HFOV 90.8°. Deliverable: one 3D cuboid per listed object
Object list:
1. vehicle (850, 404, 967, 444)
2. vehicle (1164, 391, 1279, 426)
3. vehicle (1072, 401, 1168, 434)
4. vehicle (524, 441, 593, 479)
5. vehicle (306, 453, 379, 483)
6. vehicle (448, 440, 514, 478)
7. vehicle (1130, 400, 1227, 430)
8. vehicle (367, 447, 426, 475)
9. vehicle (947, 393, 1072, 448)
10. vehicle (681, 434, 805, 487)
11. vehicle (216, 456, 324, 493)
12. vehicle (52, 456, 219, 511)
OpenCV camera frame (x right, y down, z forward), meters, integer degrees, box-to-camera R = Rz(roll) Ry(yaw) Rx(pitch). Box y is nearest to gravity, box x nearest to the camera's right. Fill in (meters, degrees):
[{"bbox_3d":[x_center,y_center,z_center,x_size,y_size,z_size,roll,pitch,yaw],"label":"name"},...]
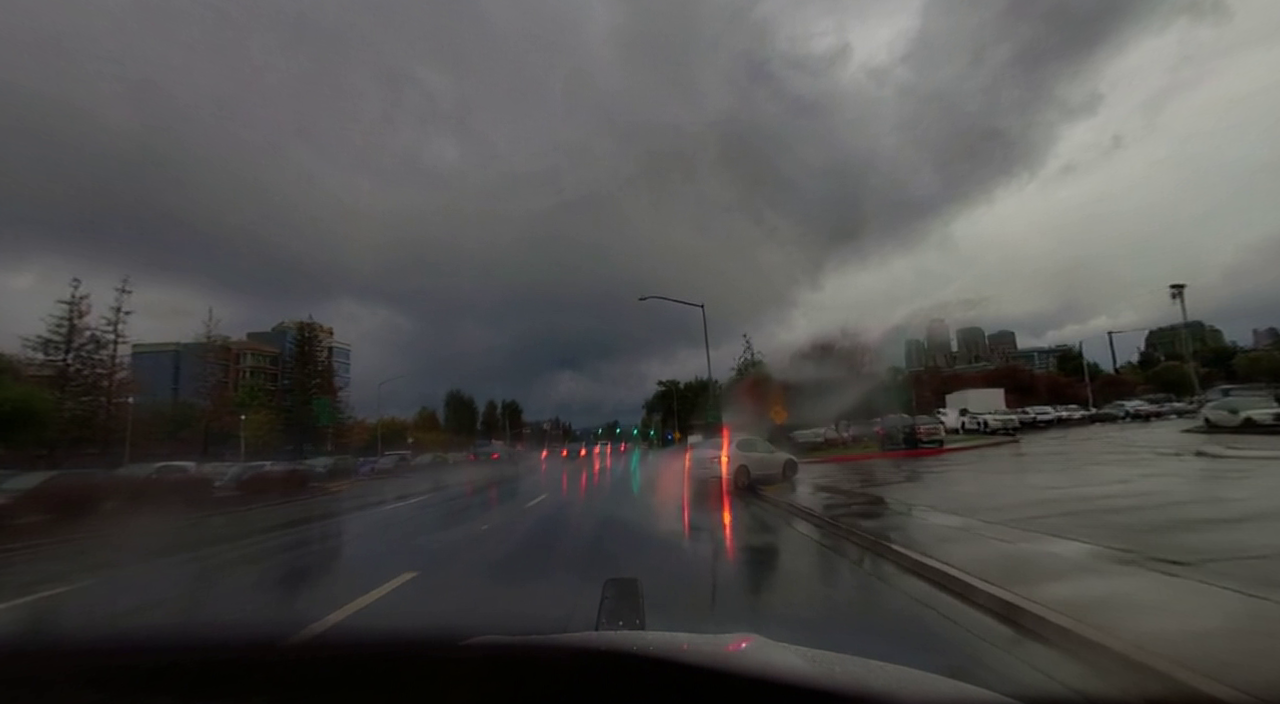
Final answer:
[{"bbox_3d":[14.178,3.872,33.606,5.161,1.993,2.293,0,-8,2],"label":"vehicle"},{"bbox_3d":[32.758,3.260,35.807,2.137,1.697,4.811,-1,-8,3],"label":"vehicle"},{"bbox_3d":[27.325,3.796,36.217,1.992,1.498,4.667,-5,-9,3],"label":"vehicle"},{"bbox_3d":[-3.382,4.614,27.279,2.235,1.500,4.420,0,-8,2],"label":"vehicle"},{"bbox_3d":[-16.540,6.455,35.374,1.849,1.472,4.441,0,-8,1],"label":"vehicle"},{"bbox_3d":[-7.790,5.278,31.373,2.054,1.744,4.422,0,-8,1],"label":"vehicle"},{"bbox_3d":[30.214,3.576,35.600,1.985,1.485,4.071,-1,-8,3],"label":"vehicle"},{"bbox_3d":[-16.558,7.406,43.222,2.073,1.749,4.770,0,-8,1],"label":"vehicle"},{"bbox_3d":[15.960,3.045,27.148,6.193,2.081,2.569,7,-11,-40],"label":"vehicle"},{"bbox_3d":[3.495,3.509,20.820,2.208,1.513,4.504,-6,-10,35],"label":"vehicle"},{"bbox_3d":[-16.769,5.544,28.982,1.981,1.431,4.862,0,-8,1],"label":"vehicle"},{"bbox_3d":[-17.309,4.489,22.051,2.084,1.624,4.486,0,-8,0],"label":"vehicle"}]
